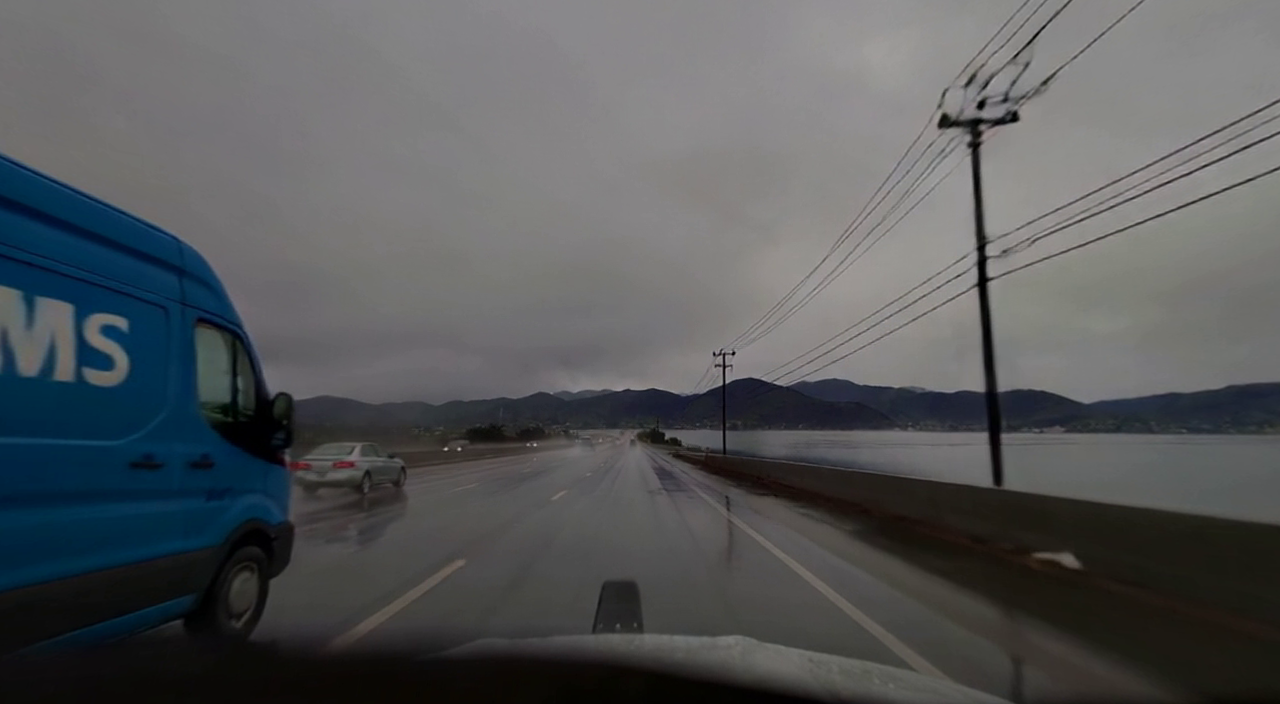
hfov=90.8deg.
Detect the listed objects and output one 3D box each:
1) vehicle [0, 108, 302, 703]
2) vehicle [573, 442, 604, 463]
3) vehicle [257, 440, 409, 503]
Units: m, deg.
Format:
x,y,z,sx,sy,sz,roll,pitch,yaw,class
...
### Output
x,y,z,sx,sy,sz,roll,pitch,yaw,class
-3.870,0.204,1.604,2.331,2.757,6.581,0,-8,0,vehicle
-3.961,7.810,49.352,2.097,1.514,4.209,0,-8,-1,vehicle
-8.015,3.138,17.053,1.847,1.456,4.471,0,-8,0,vehicle
